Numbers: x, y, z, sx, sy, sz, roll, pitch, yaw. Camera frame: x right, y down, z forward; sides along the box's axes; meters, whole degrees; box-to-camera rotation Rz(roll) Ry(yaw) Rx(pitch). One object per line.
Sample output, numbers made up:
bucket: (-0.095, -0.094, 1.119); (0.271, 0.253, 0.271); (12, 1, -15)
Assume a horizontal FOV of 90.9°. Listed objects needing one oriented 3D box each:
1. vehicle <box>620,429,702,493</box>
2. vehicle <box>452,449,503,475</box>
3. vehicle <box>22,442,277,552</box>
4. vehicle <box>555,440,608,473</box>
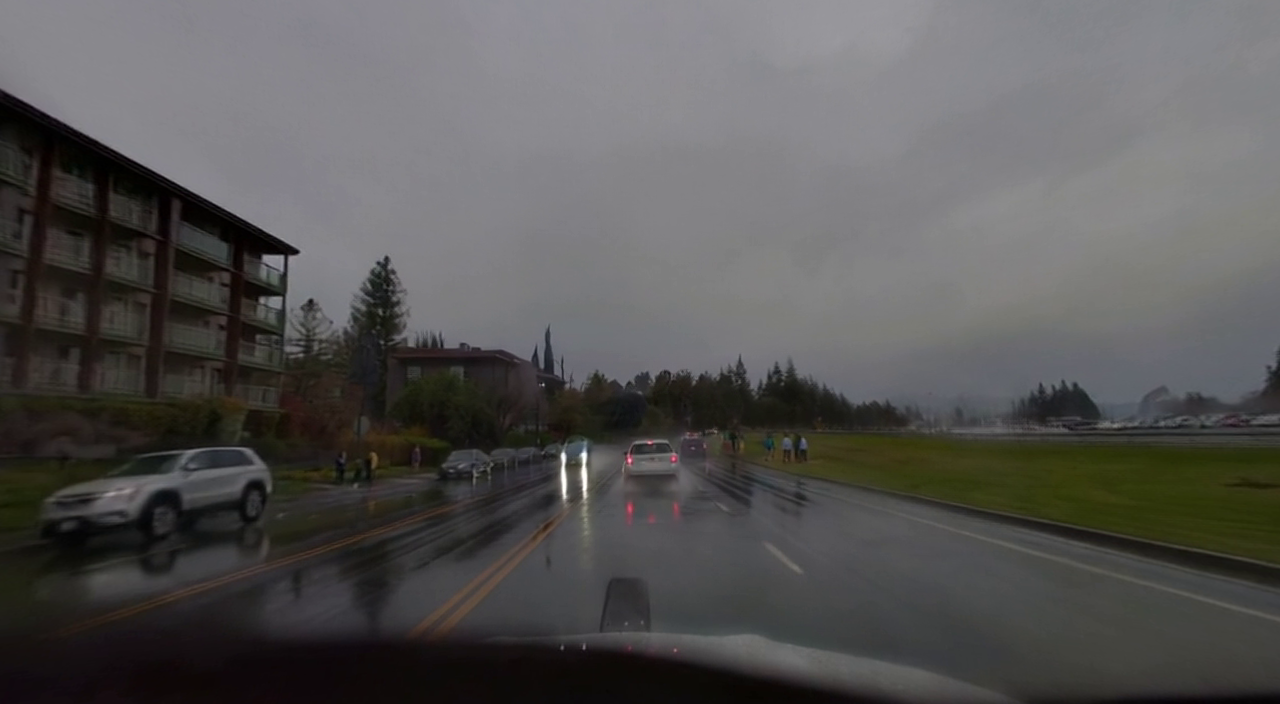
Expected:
vehicle: (0.559, 3.144, 18.455); (2.132, 1.632, 3.838); (0, -9, 0)
vehicle: (-10.167, 6.910, 39.762); (1.839, 1.474, 4.694); (-1, -9, 1)
vehicle: (-10.289, 2.986, 13.829); (2.032, 1.833, 4.465); (-3, -8, 0)
vehicle: (-2.753, 5.077, 30.742); (2.104, 1.455, 4.199); (-1, -9, 1)
